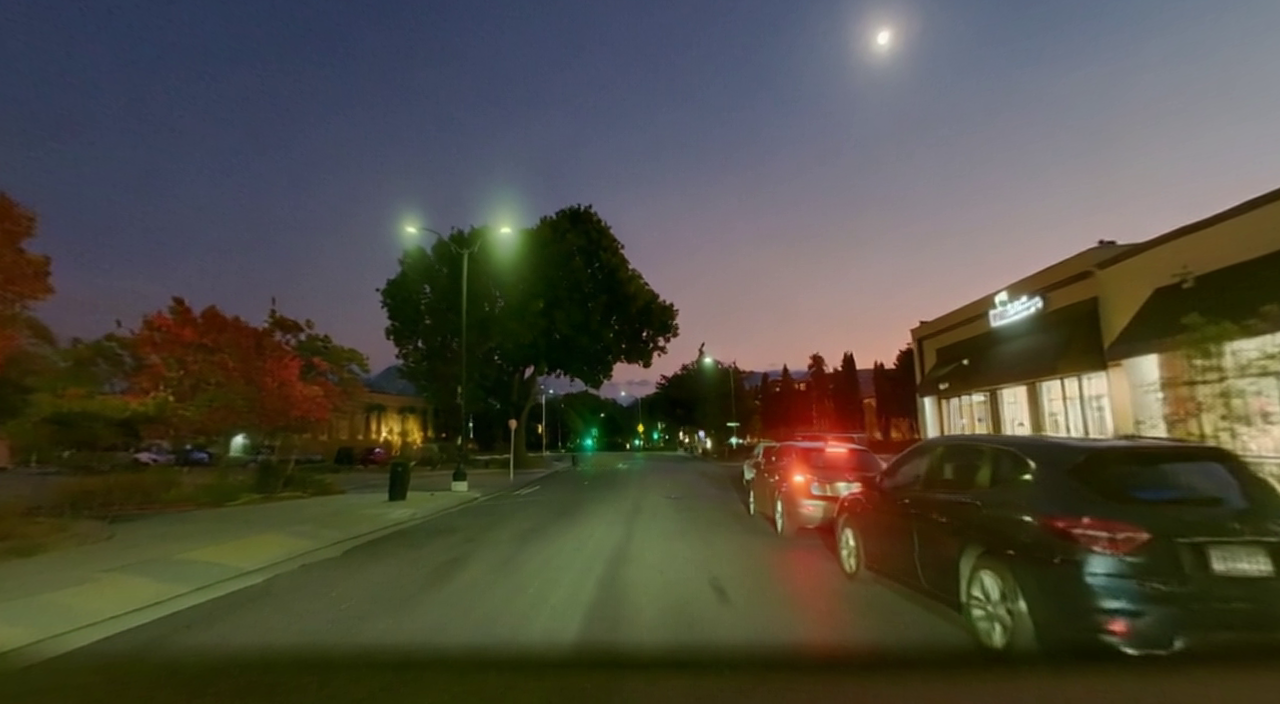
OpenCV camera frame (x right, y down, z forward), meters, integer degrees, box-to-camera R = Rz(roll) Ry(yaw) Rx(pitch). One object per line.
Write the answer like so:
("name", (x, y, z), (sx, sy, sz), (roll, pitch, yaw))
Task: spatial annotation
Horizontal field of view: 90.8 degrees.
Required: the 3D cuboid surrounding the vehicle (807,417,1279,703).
("vehicle", (3.078, 1.437, 5.386), (2.064, 1.532, 4.596), (0, -9, 0))
